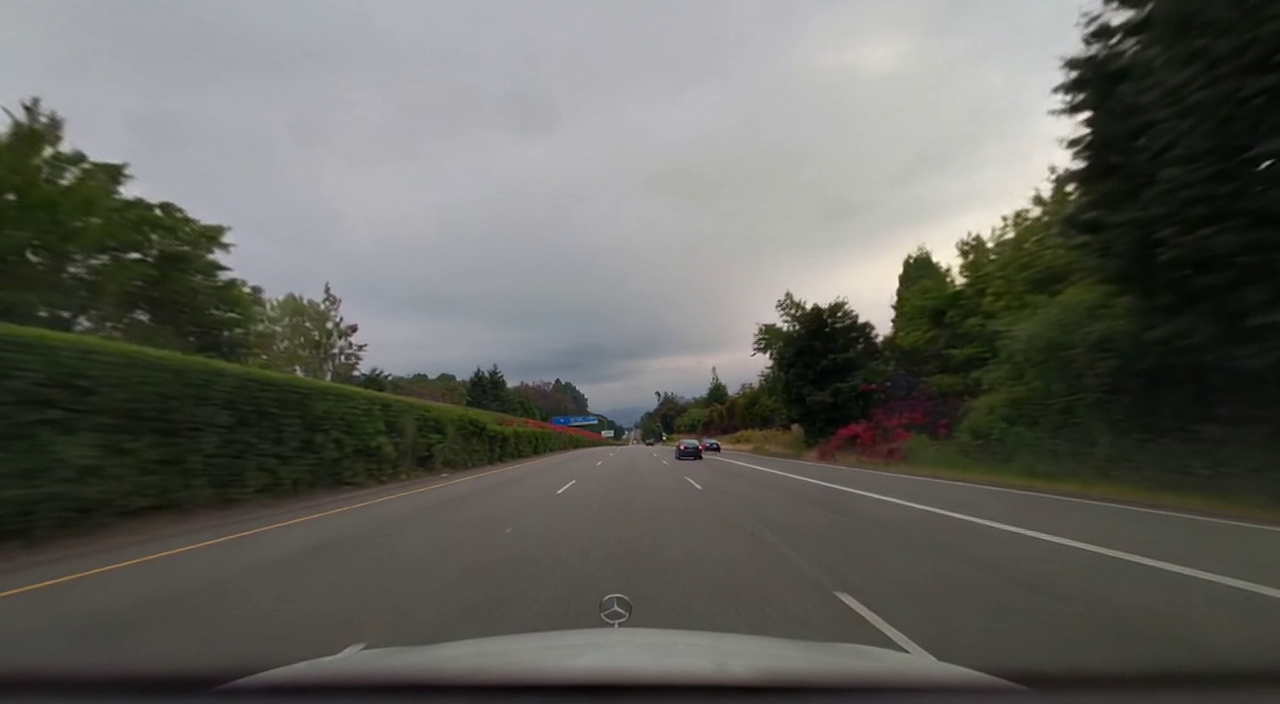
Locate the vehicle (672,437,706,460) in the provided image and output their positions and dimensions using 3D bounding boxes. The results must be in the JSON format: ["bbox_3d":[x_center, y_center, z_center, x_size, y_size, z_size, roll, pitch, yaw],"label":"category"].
[{"bbox_3d":[3.249,6.486,42.415,1.819,1.468,3.770,0,-8,-2],"label":"vehicle"}]
